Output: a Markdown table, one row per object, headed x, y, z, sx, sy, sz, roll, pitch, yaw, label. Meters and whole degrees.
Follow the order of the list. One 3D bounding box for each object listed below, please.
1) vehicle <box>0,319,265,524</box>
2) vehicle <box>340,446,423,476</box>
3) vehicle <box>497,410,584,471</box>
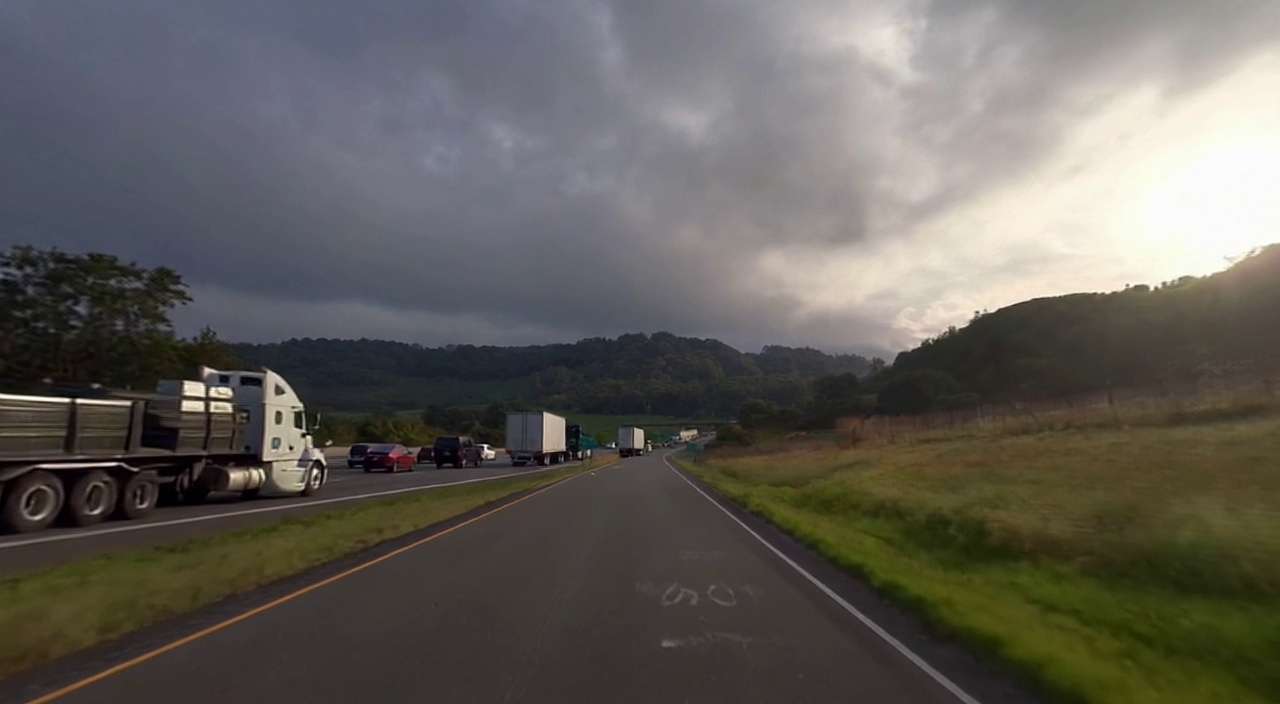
| x | y | z | sx | sy | sz | roll | pitch | yaw | label |
| --- | --- | --- | --- | --- | --- | --- | --- | --- | --- |
| -12.701 | 1.397 | 12.243 | 2.745 | 3.617 | 11.590 | -1 | -9 | 6 | vehicle |
| -13.795 | 5.858 | 34.017 | 1.925 | 1.493 | 4.864 | -1 | -9 | 7 | vehicle |
| -7.235 | 6.990 | 49.014 | 2.848 | 4.067 | 14.314 | -1 | -9 | 7 | vehicle |
